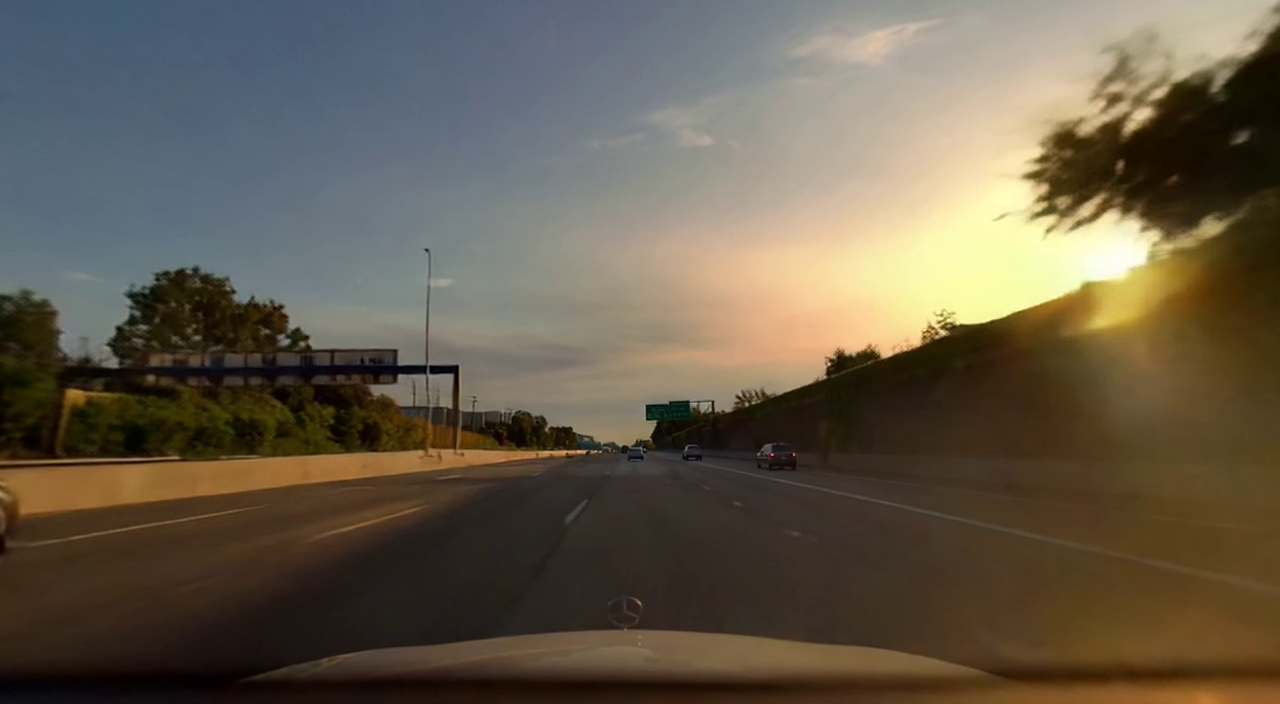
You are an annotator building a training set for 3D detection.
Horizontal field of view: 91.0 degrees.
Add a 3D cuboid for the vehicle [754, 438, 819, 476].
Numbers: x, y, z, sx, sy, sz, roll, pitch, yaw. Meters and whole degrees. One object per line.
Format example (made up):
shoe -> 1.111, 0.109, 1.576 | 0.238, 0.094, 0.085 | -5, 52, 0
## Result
vehicle -> 7.275, 5.268, 31.763 | 2.167, 1.781, 4.340 | 0, -9, -1
